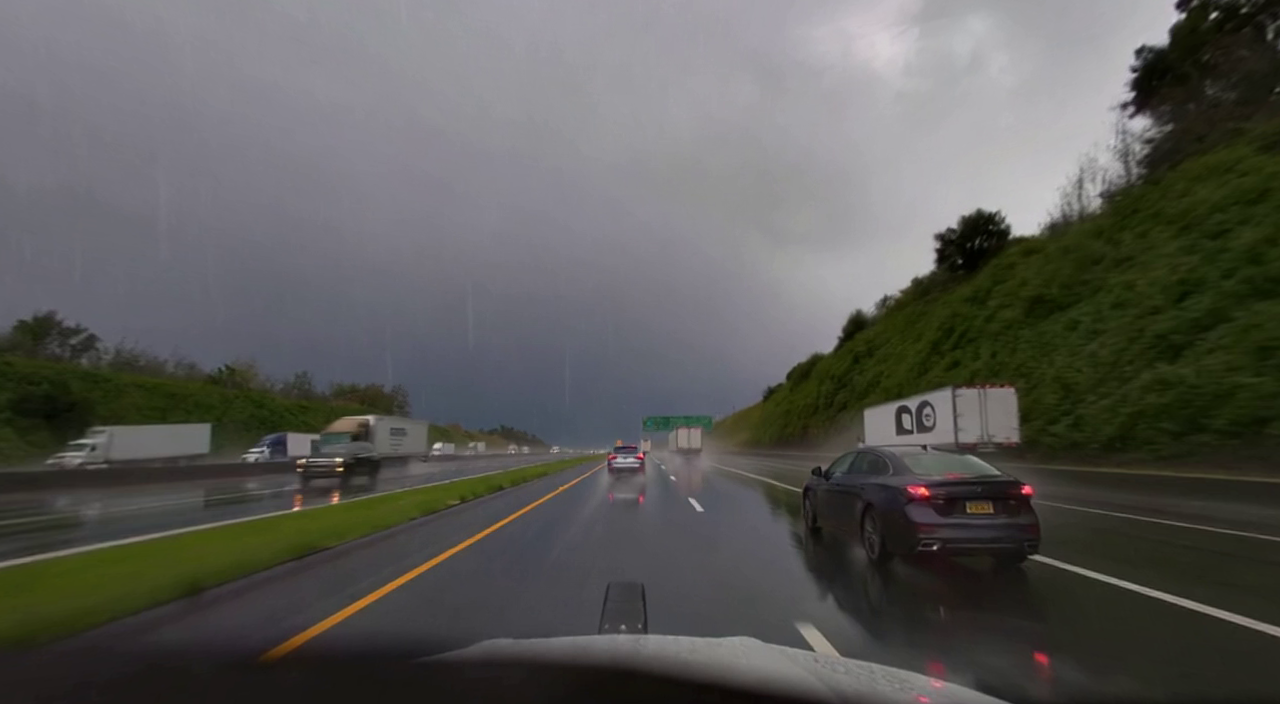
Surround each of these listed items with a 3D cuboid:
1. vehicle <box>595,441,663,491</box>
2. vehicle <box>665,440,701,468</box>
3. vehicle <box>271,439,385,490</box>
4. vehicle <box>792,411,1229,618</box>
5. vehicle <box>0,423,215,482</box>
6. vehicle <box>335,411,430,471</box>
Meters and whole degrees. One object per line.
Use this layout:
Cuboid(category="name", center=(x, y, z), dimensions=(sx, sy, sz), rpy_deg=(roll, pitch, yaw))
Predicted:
Cuboid(category="vehicle", center=(-0.360, 3.646, 20.379), dimensions=(1.970, 1.441, 3.846), rpy_deg=(0, -9, -1))
Cuboid(category="vehicle", center=(2.701, 6.558, 40.510), dimensions=(2.048, 1.704, 4.284), rpy_deg=(0, -9, 0))
Cuboid(category="vehicle", center=(-11.064, 3.998, 22.709), dimensions=(1.991, 1.624, 4.215), rpy_deg=(0, -9, -1))
Cuboid(category="vehicle", center=(3.366, 1.584, 7.135), dimensions=(1.997, 1.534, 4.664), rpy_deg=(0, -9, -2))
Cuboid(category="vehicle", center=(-37.205, 6.884, 45.169), dimensions=(2.860, 3.408, 14.775), rpy_deg=(-3, -7, 2))
Cuboid(category="vehicle", center=(-16.183, 5.763, 40.305), dimensions=(2.687, 3.442, 7.686), rpy_deg=(0, -9, 1))
